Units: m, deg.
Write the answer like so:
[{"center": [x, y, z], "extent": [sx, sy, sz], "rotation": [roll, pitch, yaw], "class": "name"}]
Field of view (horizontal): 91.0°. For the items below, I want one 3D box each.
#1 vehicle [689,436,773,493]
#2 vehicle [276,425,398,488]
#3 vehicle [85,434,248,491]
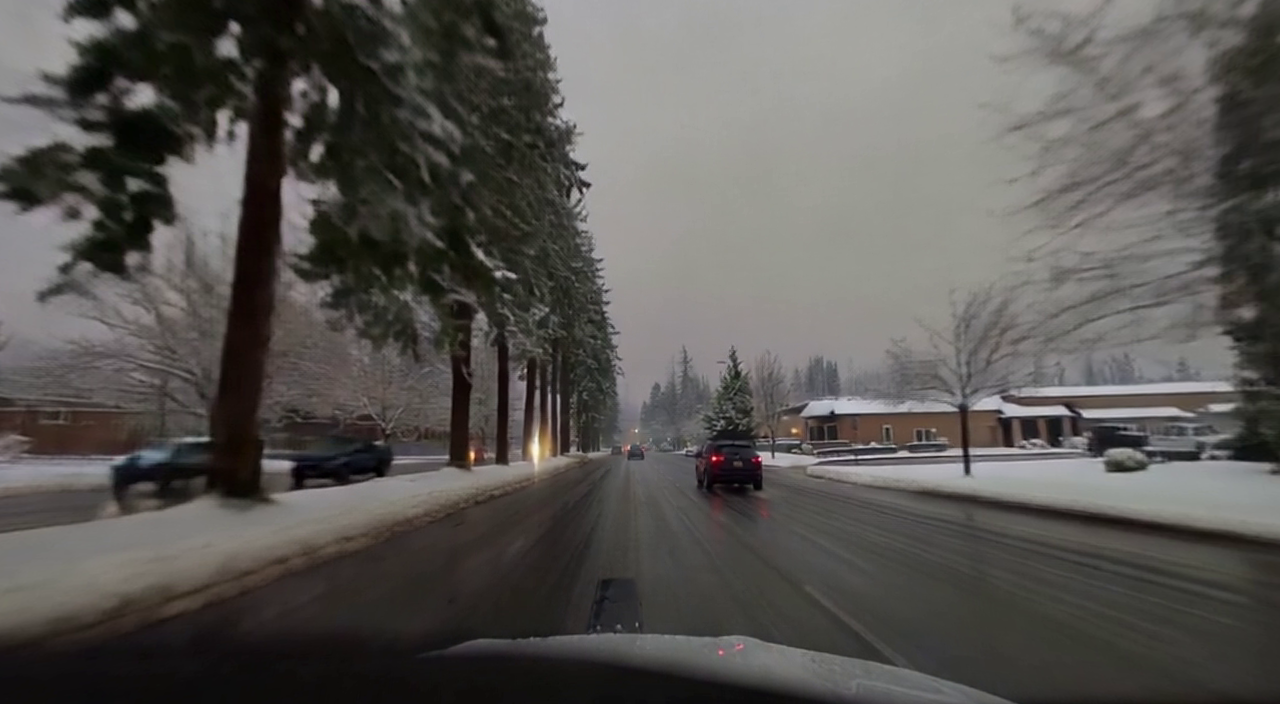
[{"center": [2.854, 3.650, 20.747], "extent": [2.022, 1.656, 4.025], "rotation": [0, -9, -2], "class": "vehicle"}, {"center": [-11.044, 3.865, 23.466], "extent": [2.074, 2.065, 4.946], "rotation": [0, -9, -1], "class": "vehicle"}, {"center": [-17.645, 4.151, 23.927], "extent": [2.094, 1.894, 5.364], "rotation": [0, -9, -1], "class": "vehicle"}]
